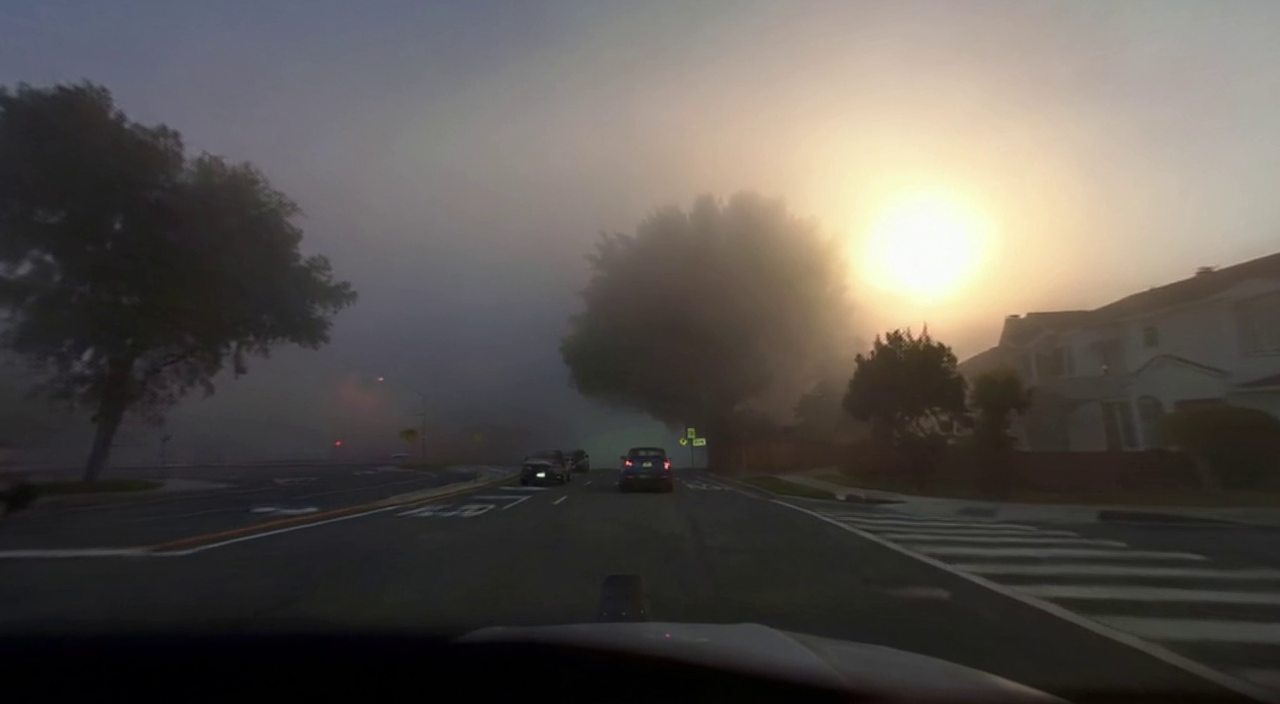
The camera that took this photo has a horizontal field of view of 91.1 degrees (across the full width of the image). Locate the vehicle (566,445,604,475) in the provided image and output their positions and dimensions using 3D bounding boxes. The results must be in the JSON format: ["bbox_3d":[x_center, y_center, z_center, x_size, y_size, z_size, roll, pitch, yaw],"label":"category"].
[{"bbox_3d":[-3.141,6.034,35.406,1.986,1.561,3.805,1,-9,-6],"label":"vehicle"}]

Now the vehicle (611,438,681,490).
[{"bbox_3d":[0.187,3.954,22.488,2.290,1.653,4.127,0,-9,0],"label":"vehicle"}]

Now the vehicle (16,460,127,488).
[{"bbox_3d":[-36.644,7.861,40.605,4.724,1.597,2.191,2,-9,-10],"label":"vehicle"}]

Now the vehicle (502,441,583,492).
[{"bbox_3d":[-3.500,4.186,23.557,2.067,1.546,4.988,2,-7,2],"label":"vehicle"}]
